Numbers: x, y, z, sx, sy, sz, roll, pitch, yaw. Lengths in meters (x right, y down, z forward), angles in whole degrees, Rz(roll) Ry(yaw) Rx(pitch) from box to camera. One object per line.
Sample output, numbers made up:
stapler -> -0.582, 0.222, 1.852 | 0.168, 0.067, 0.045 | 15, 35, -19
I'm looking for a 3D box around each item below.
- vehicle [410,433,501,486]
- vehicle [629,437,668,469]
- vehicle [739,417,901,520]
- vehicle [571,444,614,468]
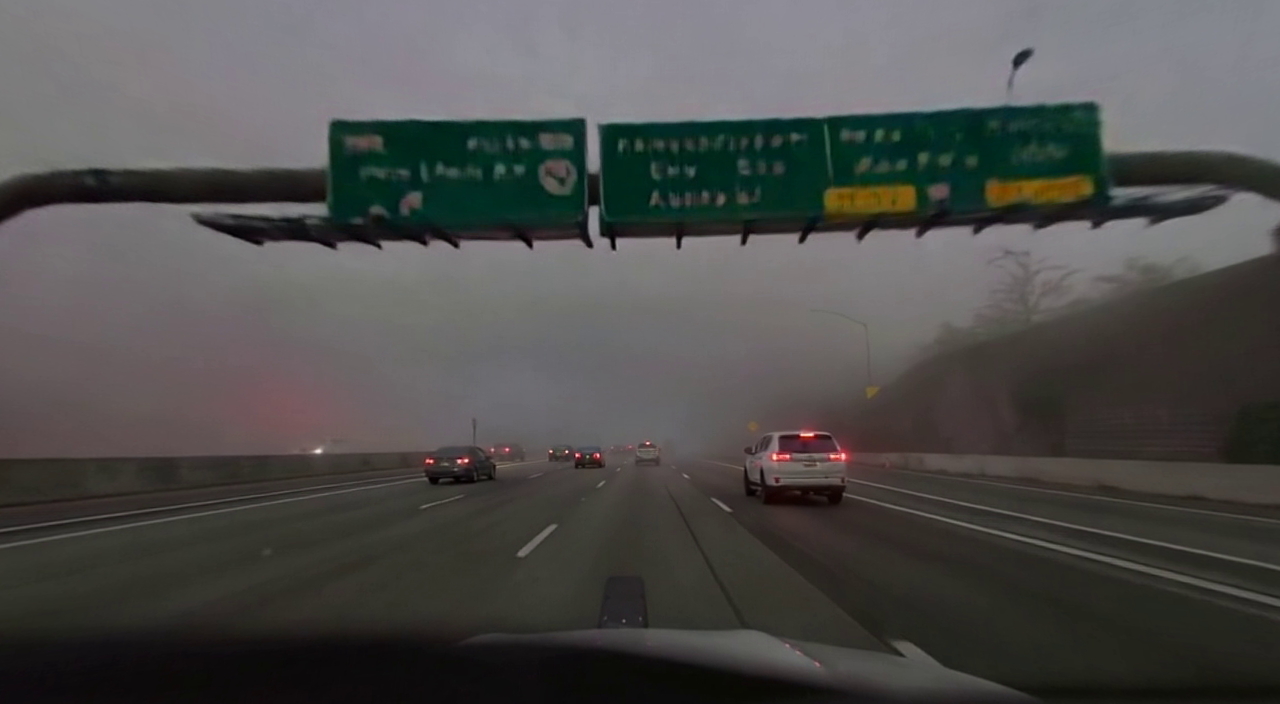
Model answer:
vehicle -> -6.448, 3.783, 22.546 | 1.946, 1.688, 4.019 | 0, -8, 1
vehicle -> 0.506, 5.833, 36.714 | 2.133, 1.739, 3.925 | 0, -8, 1
vehicle -> 3.582, 2.415, 13.648 | 2.083, 1.823, 4.627 | 0, -8, -1
vehicle -> -2.875, 6.394, 39.114 | 2.205, 1.406, 4.286 | 0, -8, 1
